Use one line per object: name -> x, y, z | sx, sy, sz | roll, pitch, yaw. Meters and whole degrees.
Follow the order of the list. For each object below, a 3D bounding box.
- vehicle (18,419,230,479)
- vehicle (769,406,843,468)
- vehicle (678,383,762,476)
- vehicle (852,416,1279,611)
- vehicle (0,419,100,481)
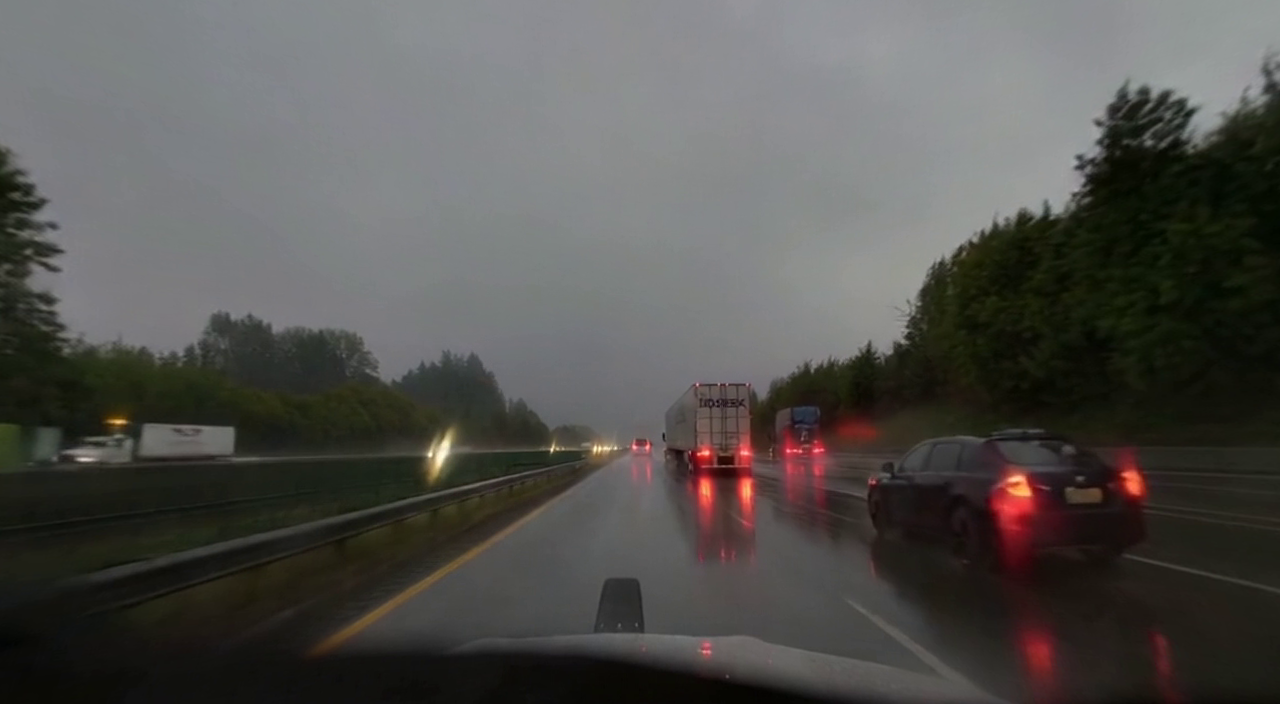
vehicle -> -39.240, 7.534, 48.900 | 2.902, 4.034, 13.124 | -3, -9, 16
vehicle -> 11.562, 6.095, 44.629 | 2.938, 3.990, 8.556 | 0, -9, 0
vehicle -> 3.738, 4.049, 31.903 | 3.025, 4.010, 9.542 | 0, -9, 0
vehicle -> 4.032, 1.546, 6.867 | 1.948, 1.481, 3.955 | 0, -9, -1
vehicle -> -41.148, 6.627, 42.405 | 2.953, 3.887, 5.973 | -2, -9, 15
